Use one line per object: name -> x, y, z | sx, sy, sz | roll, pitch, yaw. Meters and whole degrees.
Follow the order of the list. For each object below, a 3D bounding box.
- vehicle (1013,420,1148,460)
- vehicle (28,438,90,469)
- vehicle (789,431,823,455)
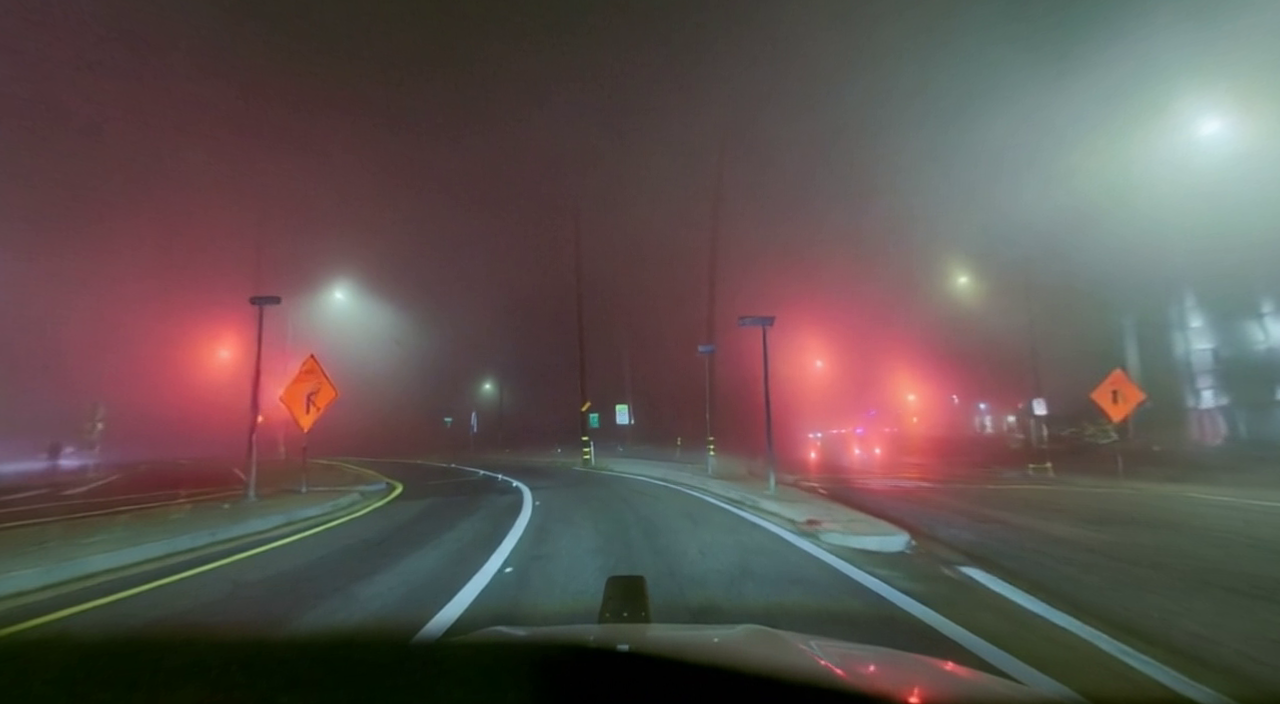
vehicle -> 20.297, 4.104, 29.258 | 4.615, 1.738, 1.990 | -1, -9, 8
vehicle -> -34.479, 6.000, 37.346 | 4.292, 1.734, 2.159 | -8, -11, 42
vehicle -> 12.779, 7.065, 48.740 | 2.150, 1.779, 4.423 | -2, -9, 10
